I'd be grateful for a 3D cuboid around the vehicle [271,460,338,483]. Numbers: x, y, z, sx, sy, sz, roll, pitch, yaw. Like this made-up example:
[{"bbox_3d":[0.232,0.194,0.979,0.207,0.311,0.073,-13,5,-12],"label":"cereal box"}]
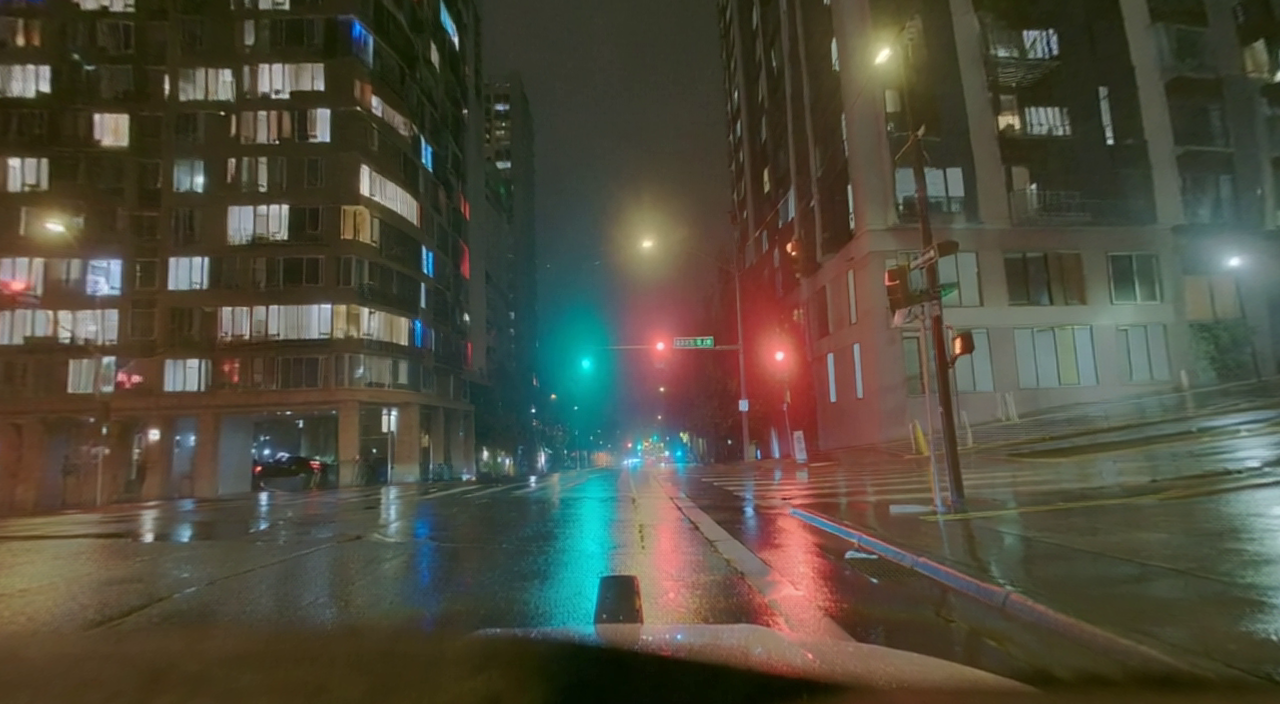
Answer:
[{"bbox_3d":[-24.620,8.770,46.297,3.882,1.600,1.768,0,-9,1],"label":"vehicle"}]
